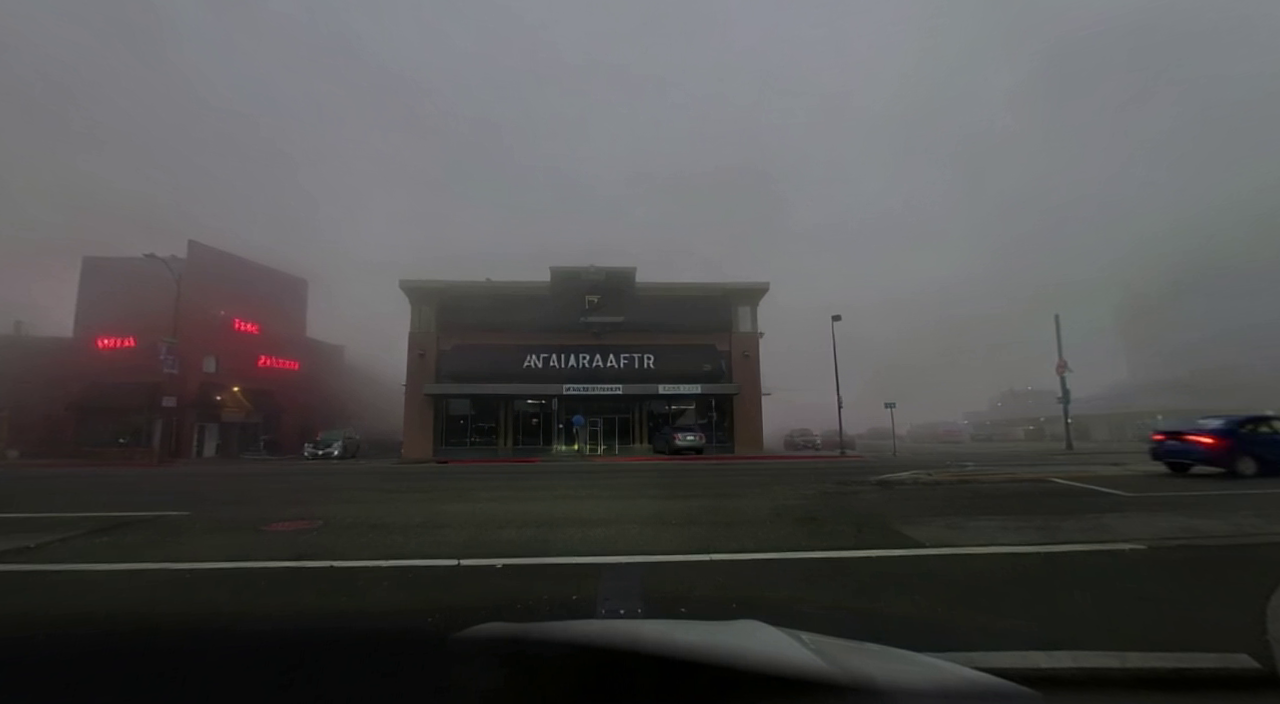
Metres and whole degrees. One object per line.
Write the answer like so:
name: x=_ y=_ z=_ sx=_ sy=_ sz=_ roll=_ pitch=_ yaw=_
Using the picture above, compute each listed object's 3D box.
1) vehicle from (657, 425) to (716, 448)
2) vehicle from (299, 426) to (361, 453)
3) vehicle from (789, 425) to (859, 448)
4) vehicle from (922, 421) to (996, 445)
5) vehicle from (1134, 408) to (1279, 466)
vehicle: x=3.105 y=5.808 z=43.273 sx=1.812 sy=1.468 sz=4.519 roll=5 pitch=-10 yaw=-29
vehicle: x=-20.472 y=5.794 z=41.687 sx=4.596 sy=1.680 sz=1.936 roll=-7 pitch=-11 yaw=40
vehicle: x=12.490 y=5.842 z=43.249 sx=1.791 sy=1.453 sz=4.593 roll=5 pitch=-10 yaw=-29
vehicle: x=25.126 y=6.400 z=49.826 sx=4.838 sy=1.799 sz=1.914 roll=-7 pitch=-11 yaw=38
vehicle: x=16.275 y=2.250 z=16.661 sx=4.907 sy=1.411 sz=2.020 roll=1 pitch=-8 yaw=-4
